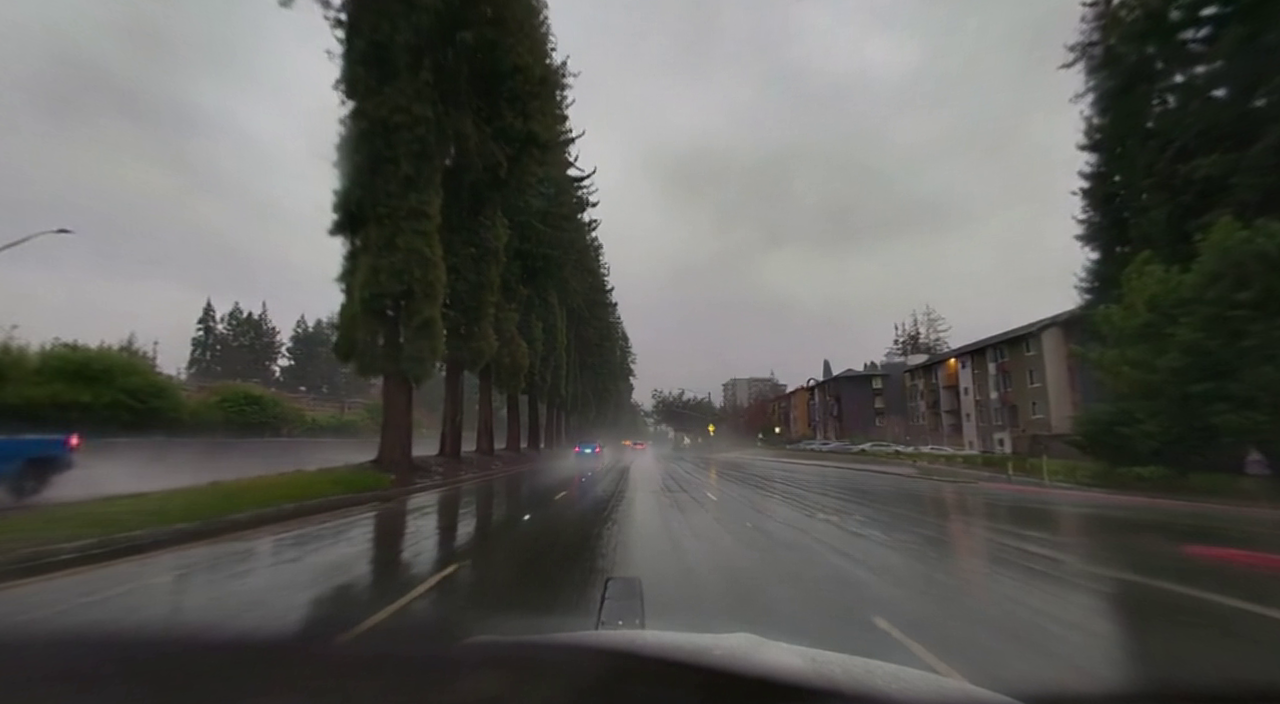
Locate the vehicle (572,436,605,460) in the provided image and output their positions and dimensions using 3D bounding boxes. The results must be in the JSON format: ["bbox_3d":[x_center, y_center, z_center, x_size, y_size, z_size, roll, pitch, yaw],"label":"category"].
[{"bbox_3d":[-3.777,7.151,46.981,2.042,1.686,4.372,0,-9,1],"label":"vehicle"}]
